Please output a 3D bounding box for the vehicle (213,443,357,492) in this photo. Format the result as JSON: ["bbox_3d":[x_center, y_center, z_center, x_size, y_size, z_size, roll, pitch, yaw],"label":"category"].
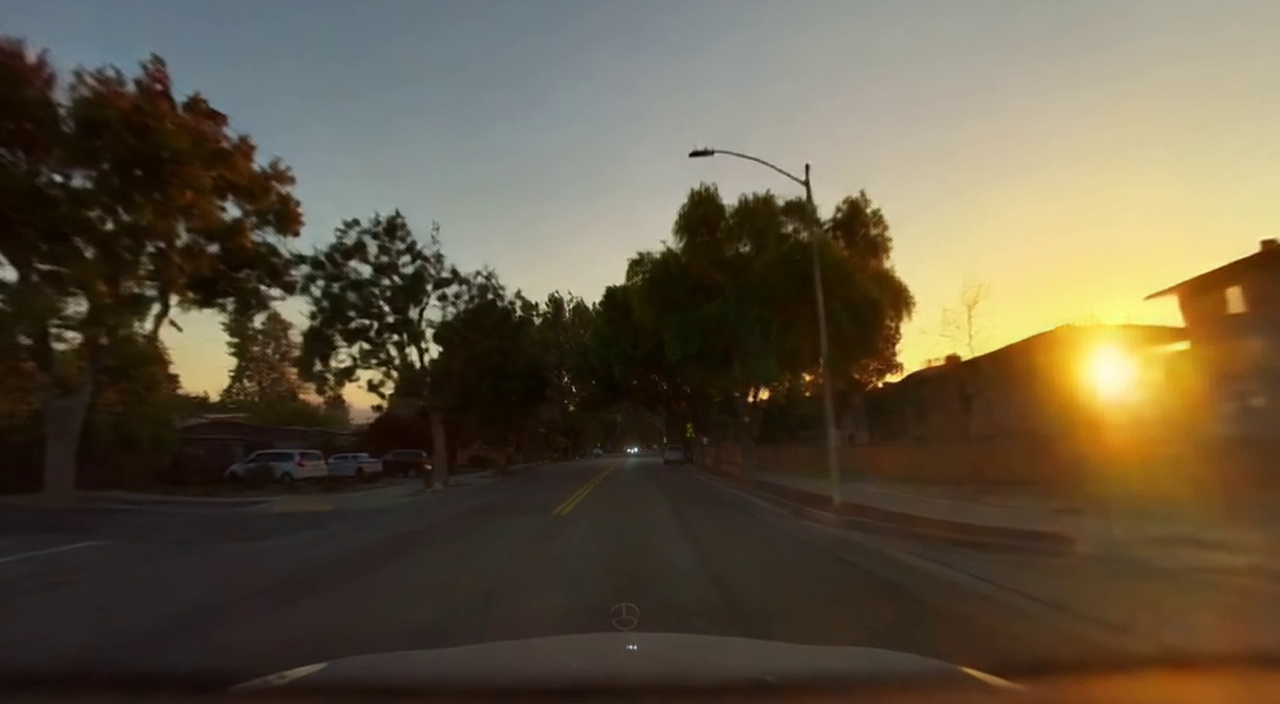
[{"bbox_3d":[-14.923,4.828,26.831,2.066,1.852,4.782,-6,-10,33],"label":"vehicle"}]

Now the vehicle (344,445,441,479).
[{"bbox_3d":[-14.235,6.317,36.300,5.275,1.807,2.279,-5,-10,29],"label":"vehicle"}]
